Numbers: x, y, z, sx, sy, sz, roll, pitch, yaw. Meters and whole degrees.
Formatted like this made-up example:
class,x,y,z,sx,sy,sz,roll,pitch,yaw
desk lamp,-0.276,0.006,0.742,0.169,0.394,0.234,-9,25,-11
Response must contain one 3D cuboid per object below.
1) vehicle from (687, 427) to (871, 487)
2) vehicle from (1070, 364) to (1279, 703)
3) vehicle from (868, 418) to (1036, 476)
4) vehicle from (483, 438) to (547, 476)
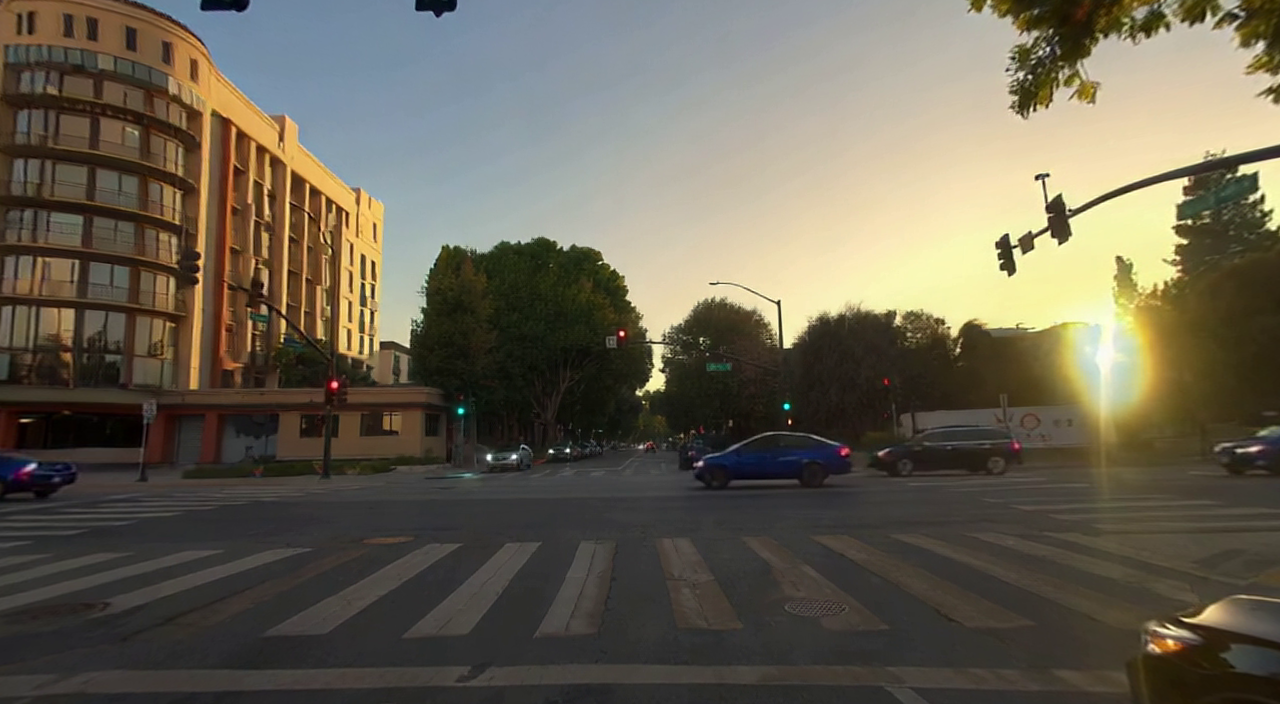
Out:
class,x,y,z,sx,sy,sz,roll,pitch,yaw
vehicle,3.565,2.771,16.760,4.464,1.472,1.867,0,-8,0
vehicle,2.887,0.672,0.823,1.947,1.576,3.825,0,-8,1
vehicle,9.950,3.077,20.328,4.363,1.757,1.926,0,-8,1
vehicle,-5.948,5.047,30.440,2.115,1.690,4.322,-1,-8,2
